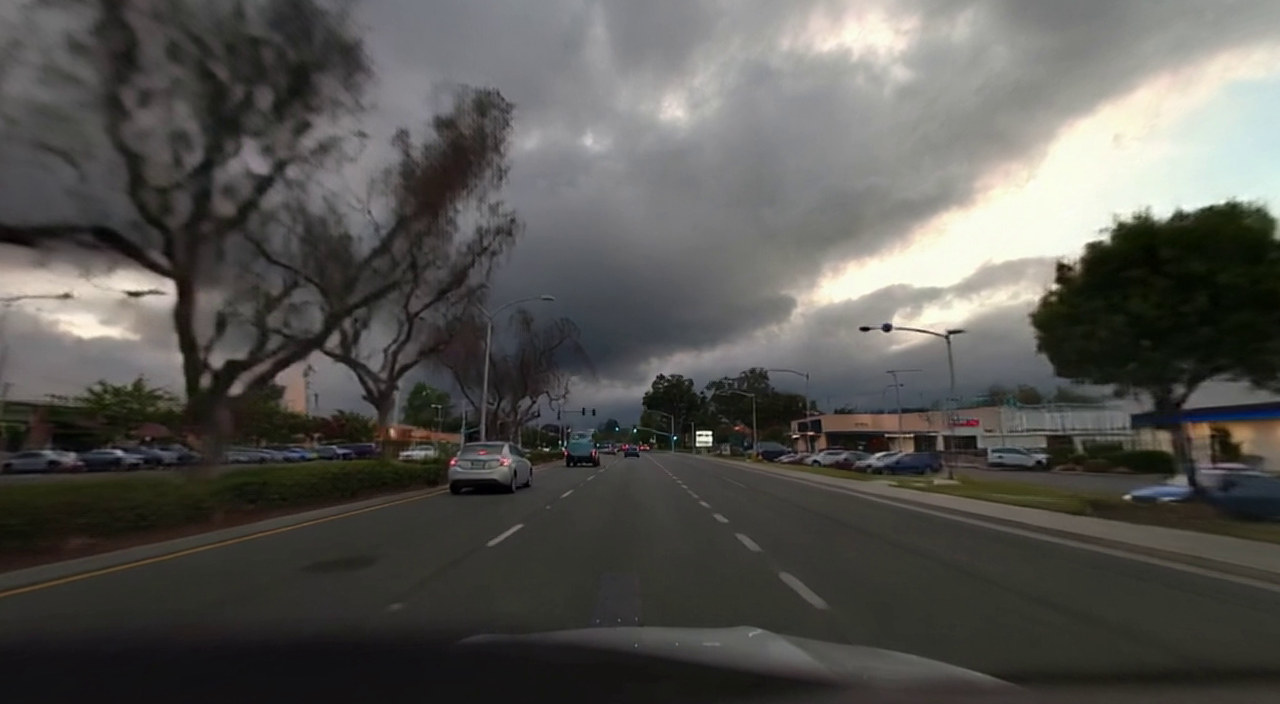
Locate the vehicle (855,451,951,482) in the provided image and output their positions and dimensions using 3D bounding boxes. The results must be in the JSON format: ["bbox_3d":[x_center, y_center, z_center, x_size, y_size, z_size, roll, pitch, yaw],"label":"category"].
[{"bbox_3d":[16.591,7.220,39.879,5.041,1.803,2.182,-1,-9,1],"label":"vehicle"}]

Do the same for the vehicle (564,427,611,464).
[{"bbox_3d":[-3.753,6.970,46.764,2.917,2.524,6.990,0,-9,0],"label":"vehicle"}]

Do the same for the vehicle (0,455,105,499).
[{"bbox_3d":[-22.945,4.613,23.473,1.885,1.428,4.638,0,-9,-1],"label":"vehicle"}]

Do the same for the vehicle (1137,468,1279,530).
[{"bbox_3d":[16.581,3.887,16.838,4.723,1.466,2.085,0,-9,0],"label":"vehicle"}]

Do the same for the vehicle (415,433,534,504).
[{"bbox_3d":[-4.333,3.125,17.309,2.109,1.672,4.256,0,-9,0],"label":"vehicle"}]
